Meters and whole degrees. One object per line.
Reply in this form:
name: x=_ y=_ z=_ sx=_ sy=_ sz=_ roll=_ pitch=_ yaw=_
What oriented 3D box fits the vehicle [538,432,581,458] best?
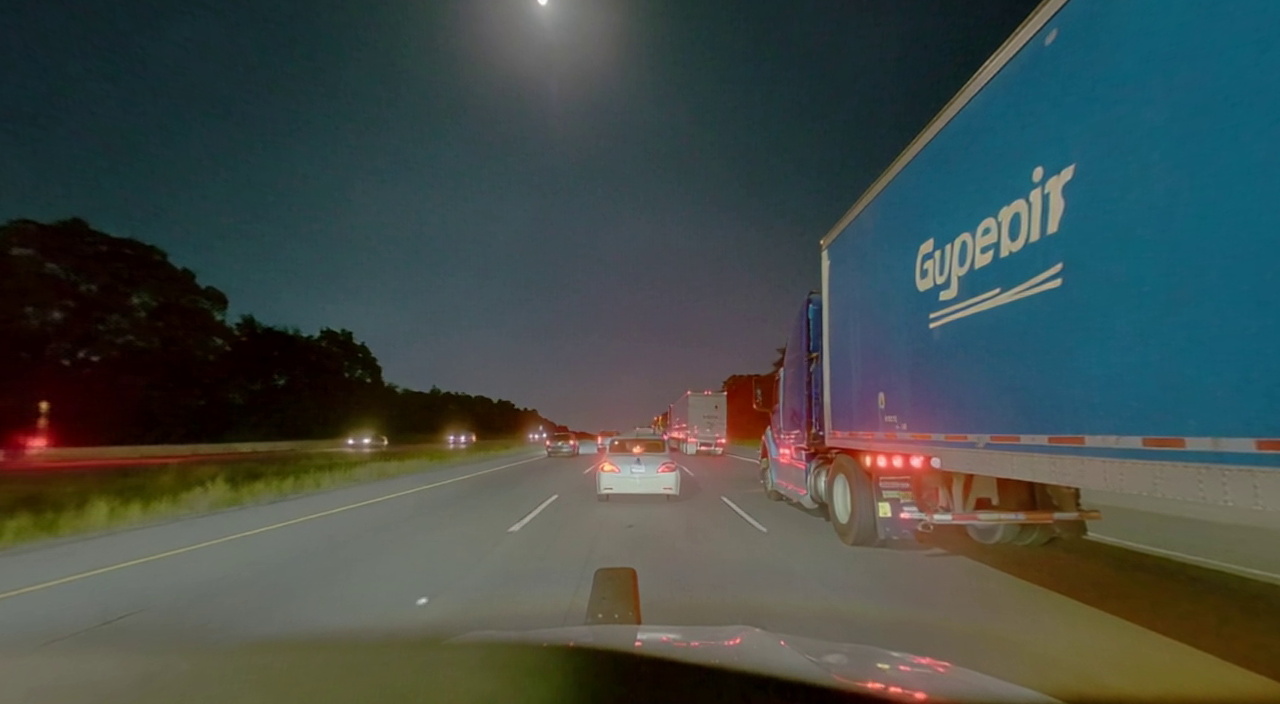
vehicle: x=-4.717 y=5.477 z=37.399 sx=1.983 sy=1.434 sz=4.451 roll=0 pitch=-8 yaw=0

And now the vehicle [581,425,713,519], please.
vehicle: x=0.079 y=2.089 z=11.543 sx=2.021 sy=1.435 sz=3.611 roll=0 pitch=-8 yaw=-1

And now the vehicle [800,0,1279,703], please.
vehicle: x=4.138 y=-0.240 z=3.343 sx=2.816 sy=4.070 sz=14.136 roll=0 pitch=-8 yaw=0

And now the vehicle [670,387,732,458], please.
vehicle: x=3.827 y=4.971 z=43.278 sx=2.869 sy=4.067 sz=13.731 roll=0 pitch=-8 yaw=0
